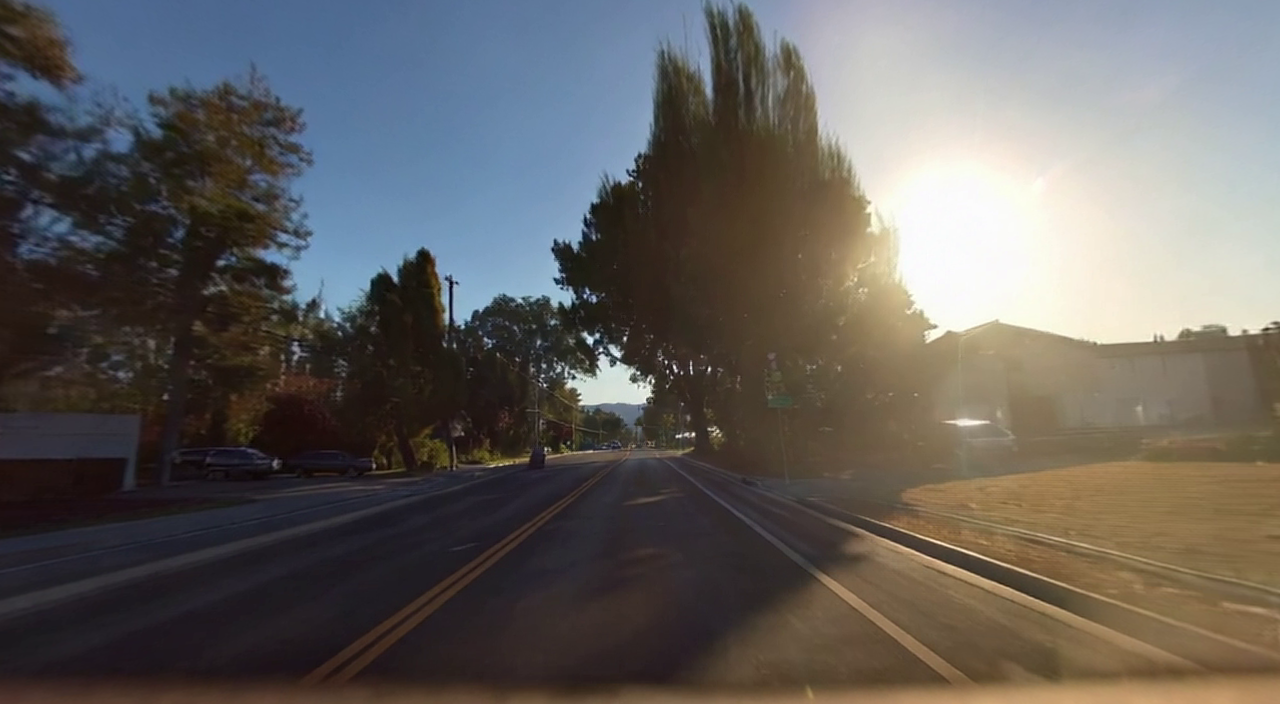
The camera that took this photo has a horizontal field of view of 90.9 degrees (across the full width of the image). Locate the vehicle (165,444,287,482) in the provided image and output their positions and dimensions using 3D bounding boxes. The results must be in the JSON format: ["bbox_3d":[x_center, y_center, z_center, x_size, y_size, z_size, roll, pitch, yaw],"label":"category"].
[{"bbox_3d":[-19.062,5.109,29.147,4.233,1.623,1.943,-1,-8,2],"label":"vehicle"}]

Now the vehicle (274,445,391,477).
[{"bbox_3d":[-15.192,5.415,31.302,4.787,1.474,1.967,-1,-8,3],"label":"vehicle"}]

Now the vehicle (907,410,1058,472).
[{"bbox_3d":[9.798,2.635,18.534,1.805,1.571,4.467,0,-8,-2],"label":"vehicle"}]
